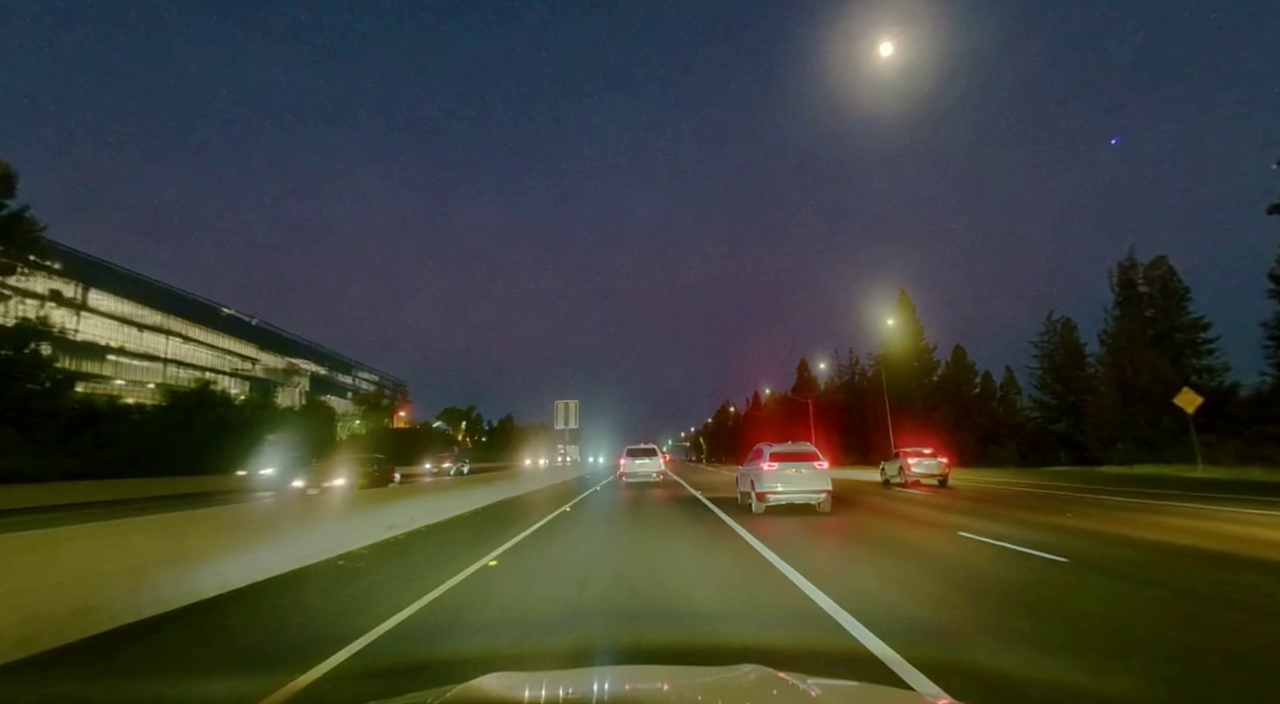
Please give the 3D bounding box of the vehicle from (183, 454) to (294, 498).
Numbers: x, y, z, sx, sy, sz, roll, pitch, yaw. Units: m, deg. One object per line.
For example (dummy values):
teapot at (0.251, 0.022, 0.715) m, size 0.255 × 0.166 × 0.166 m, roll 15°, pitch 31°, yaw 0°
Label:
vehicle at (-17.976, 5.543, 28.558) m, size 2.088 × 1.683 × 4.436 m, roll -2°, pitch -8°, yaw 0°

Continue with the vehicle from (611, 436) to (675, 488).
vehicle at (0.144, 4.327, 25.108) m, size 2.290 × 1.862 × 4.454 m, roll 0°, pitch -8°, yaw 1°

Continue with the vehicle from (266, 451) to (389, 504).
vehicle at (-10.904, 4.363, 22.459) m, size 1.978 × 1.631 × 4.530 m, roll 0°, pitch -8°, yaw 1°

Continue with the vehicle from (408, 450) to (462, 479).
vehicle at (-14.333, 7.862, 44.381) m, size 2.018 × 1.887 × 5.108 m, roll 0°, pitch -8°, yaw 1°

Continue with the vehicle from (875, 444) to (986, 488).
vehicle at (11.067, 4.345, 24.496) m, size 1.985 × 1.503 × 4.842 m, roll 0°, pitch -8°, yaw 0°

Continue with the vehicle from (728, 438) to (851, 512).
vehicle at (3.550, 2.983, 15.802) m, size 2.042 × 1.592 × 4.047 m, roll 0°, pitch -8°, yaw -1°
